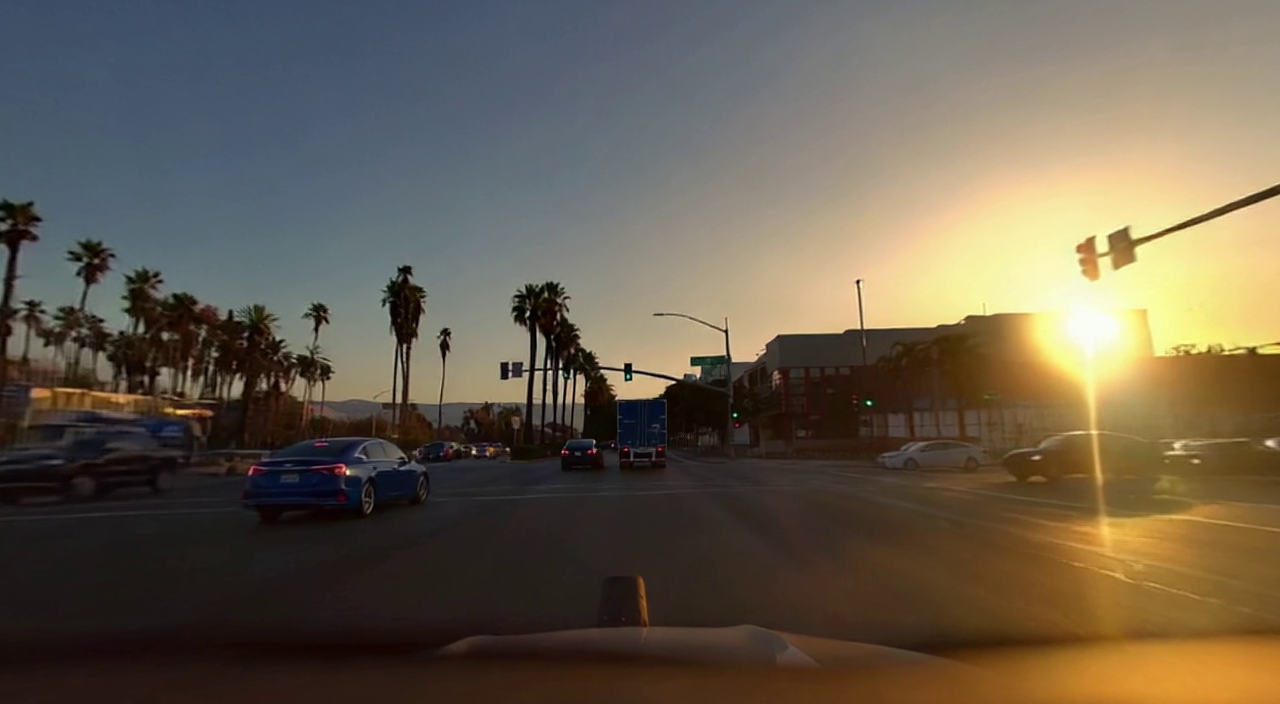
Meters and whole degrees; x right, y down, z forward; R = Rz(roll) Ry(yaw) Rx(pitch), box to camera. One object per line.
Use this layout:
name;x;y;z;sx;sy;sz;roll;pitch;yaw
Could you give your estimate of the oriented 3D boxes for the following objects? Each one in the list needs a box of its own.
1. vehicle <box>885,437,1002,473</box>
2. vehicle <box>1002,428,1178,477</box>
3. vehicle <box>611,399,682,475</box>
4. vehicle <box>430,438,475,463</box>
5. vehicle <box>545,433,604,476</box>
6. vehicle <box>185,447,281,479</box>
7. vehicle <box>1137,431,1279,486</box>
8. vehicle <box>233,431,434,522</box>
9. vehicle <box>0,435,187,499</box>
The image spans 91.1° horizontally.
vehicle;14.641;5.021;30.490;4.568;1.485;1.936;-2;-11;0
vehicle;16.875;3.795;23.742;5.039;1.744;2.043;0;-9;0
vehicle;0.289;4.104;30.078;2.993;3.235;6.692;0;-8;0
vehicle;-14.769;7.831;49.657;2.040;1.745;4.899;-3;-10;1
vehicle;-2.970;4.767;29.527;2.178;1.826;4.933;0;-8;1
vehicle;-21.225;5.785;33.018;1.938;1.503;4.651;0;-8;0
vehicle;19.388;3.387;20.277;4.831;1.529;1.966;-3;-10;0
vehicle;-6.376;2.623;13.847;2.045;1.630;4.680;0;-8;0
vehicle;-17.852;3.653;20.498;2.106;1.802;5.247;0;-8;1
